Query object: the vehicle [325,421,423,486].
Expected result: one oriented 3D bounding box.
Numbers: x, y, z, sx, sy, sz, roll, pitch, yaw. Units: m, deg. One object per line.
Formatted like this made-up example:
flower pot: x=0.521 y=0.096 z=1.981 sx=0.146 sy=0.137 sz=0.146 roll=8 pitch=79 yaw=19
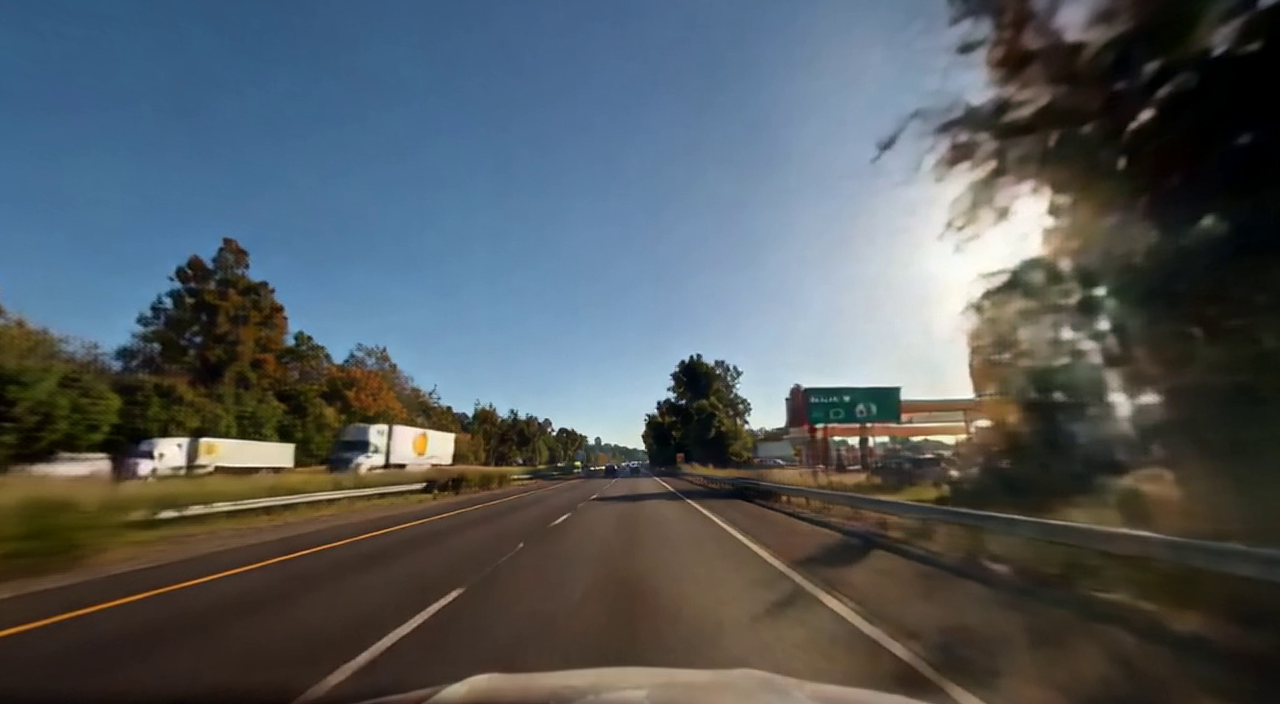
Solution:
vehicle: x=-17.447 y=6.817 z=41.944 sx=3.667 sy=3.902 sz=6.030 roll=1 pitch=-11 yaw=0
